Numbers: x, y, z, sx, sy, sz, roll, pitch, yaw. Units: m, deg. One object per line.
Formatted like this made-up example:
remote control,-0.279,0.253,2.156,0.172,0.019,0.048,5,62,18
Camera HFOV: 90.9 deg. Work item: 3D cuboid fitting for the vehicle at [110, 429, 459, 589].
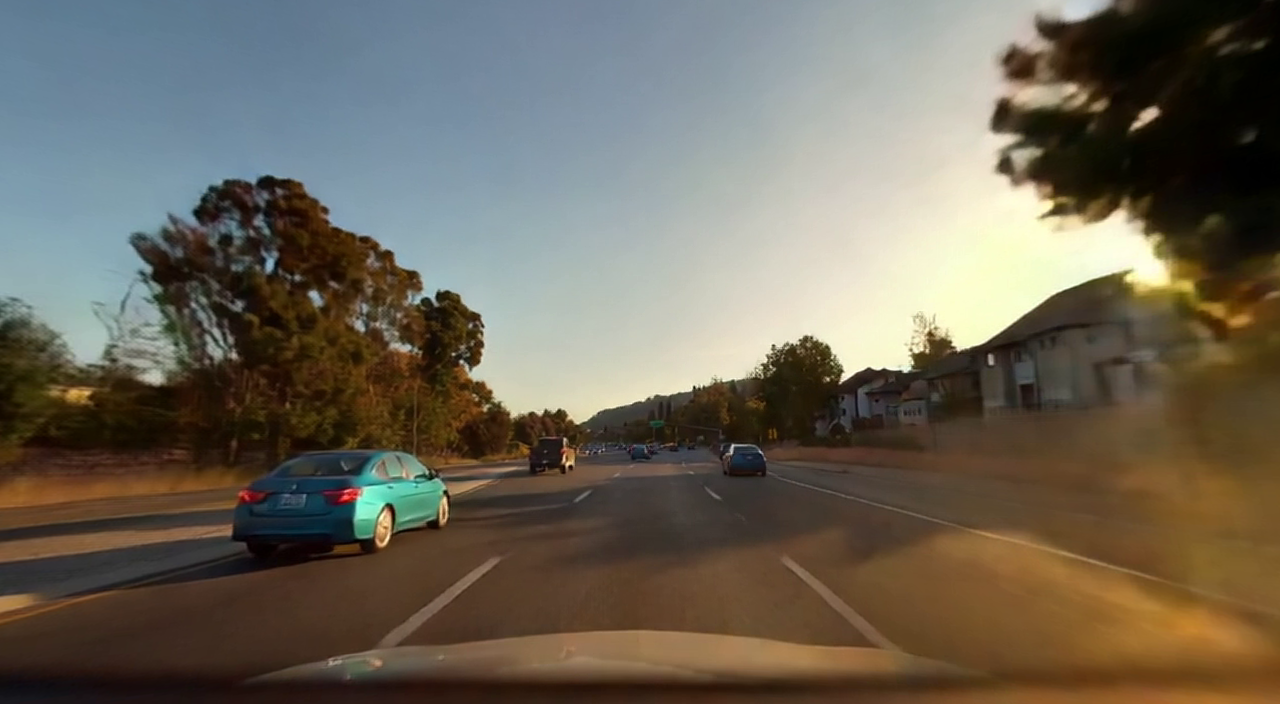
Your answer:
vehicle,-3.979,1.800,8.188,1.948,1.475,4.461,0,-8,-1

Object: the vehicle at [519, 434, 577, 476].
vehicle,-4.255,4.852,29.956,2.122,1.847,4.696,0,-8,-1

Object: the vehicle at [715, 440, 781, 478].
vehicle,4.460,4.510,26.835,2.100,1.472,4.533,0,-8,1
